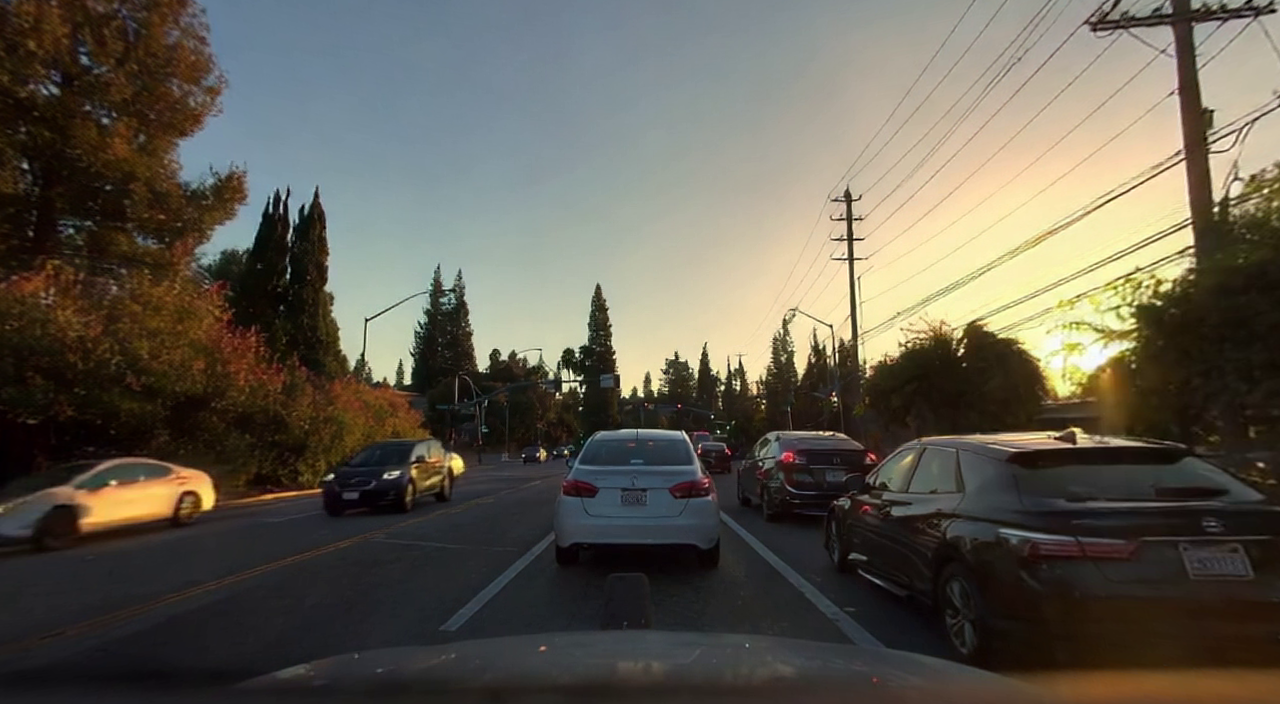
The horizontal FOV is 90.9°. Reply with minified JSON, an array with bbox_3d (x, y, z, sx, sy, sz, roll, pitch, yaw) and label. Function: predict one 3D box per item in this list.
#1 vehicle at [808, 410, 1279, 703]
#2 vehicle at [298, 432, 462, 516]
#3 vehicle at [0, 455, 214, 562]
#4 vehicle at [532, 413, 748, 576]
[{"bbox_3d":[2.883,1.320,4.949,1.950,1.487,4.275,0,-8,0],"label":"vehicle"},{"bbox_3d":[-6.167,2.929,15.670,2.068,1.739,4.572,0,-8,1],"label":"vehicle"},{"bbox_3d":[-10.066,2.630,11.293,1.921,1.471,4.137,0,-8,1],"label":"vehicle"},{"bbox_3d":[0.008,1.768,8.594,2.200,1.653,4.127,0,-8,0],"label":"vehicle"}]
